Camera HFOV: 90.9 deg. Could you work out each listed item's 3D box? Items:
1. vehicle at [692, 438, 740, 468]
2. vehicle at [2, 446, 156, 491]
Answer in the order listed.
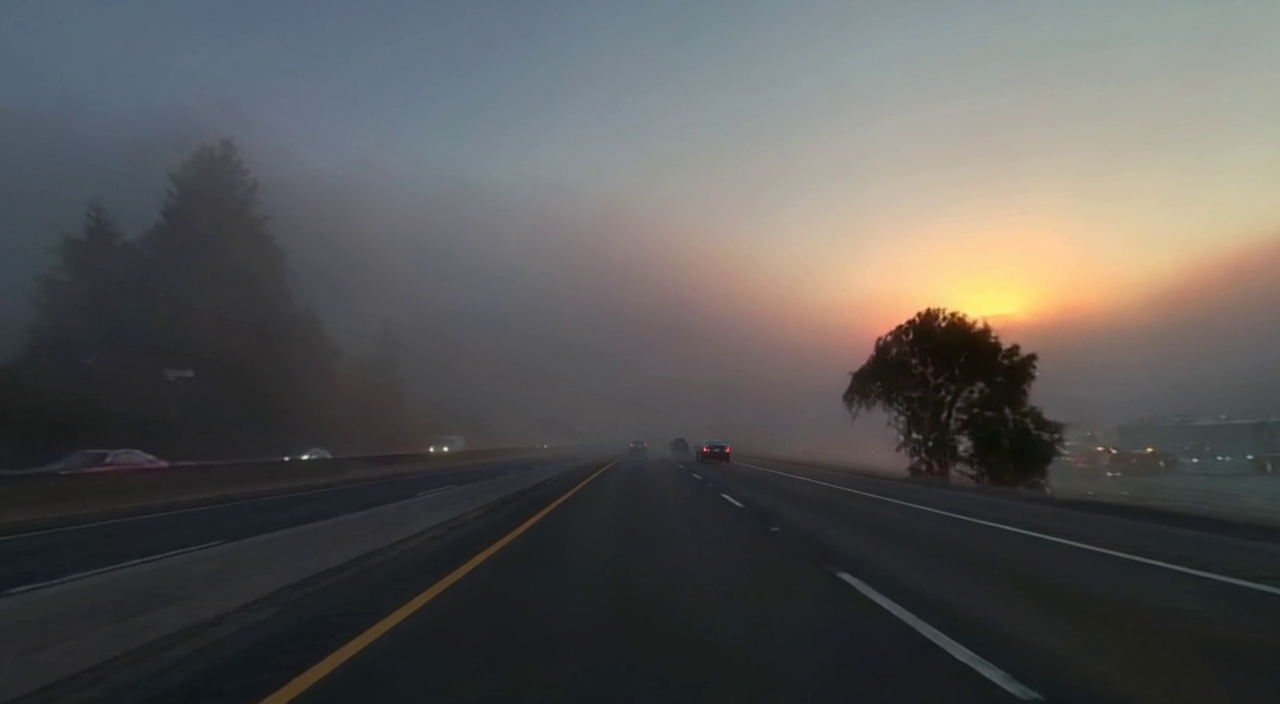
[{"bbox_3d":[4.085,5.476,34.401,2.062,1.518,4.026,0,-8,-1],"label":"vehicle"},{"bbox_3d":[-24.173,4.988,27.499,2.027,1.763,5.013,0,-8,1],"label":"vehicle"}]
